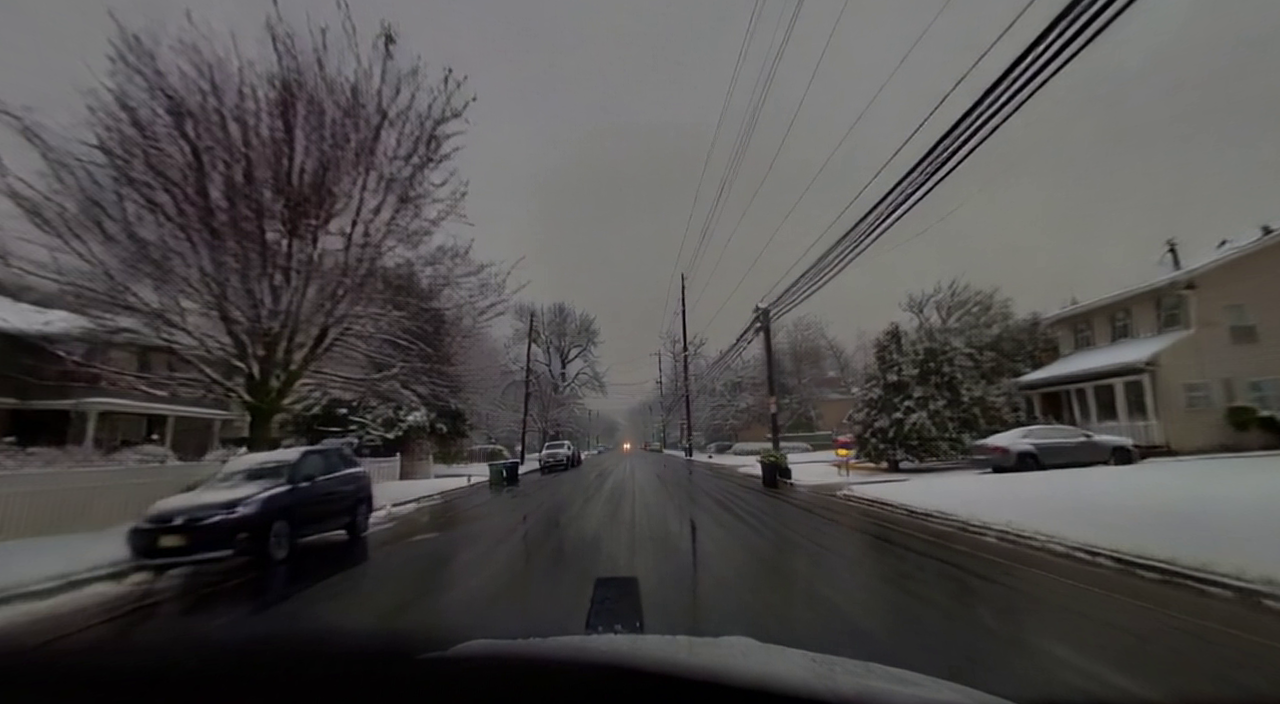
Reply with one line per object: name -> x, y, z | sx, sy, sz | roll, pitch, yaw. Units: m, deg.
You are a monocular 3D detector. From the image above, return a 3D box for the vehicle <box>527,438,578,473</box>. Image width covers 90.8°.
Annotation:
vehicle -> -5.753, 6.899, 42.336 | 2.411, 1.979, 5.915 | -5, -8, -1

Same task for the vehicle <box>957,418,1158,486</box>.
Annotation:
vehicle -> 11.827, 2.865, 18.204 | 4.226, 1.679, 1.983 | -3, -8, 7

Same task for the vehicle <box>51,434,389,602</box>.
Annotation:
vehicle -> -5.420, 2.083, 9.023 | 1.970, 1.666, 4.223 | -3, -7, 0
